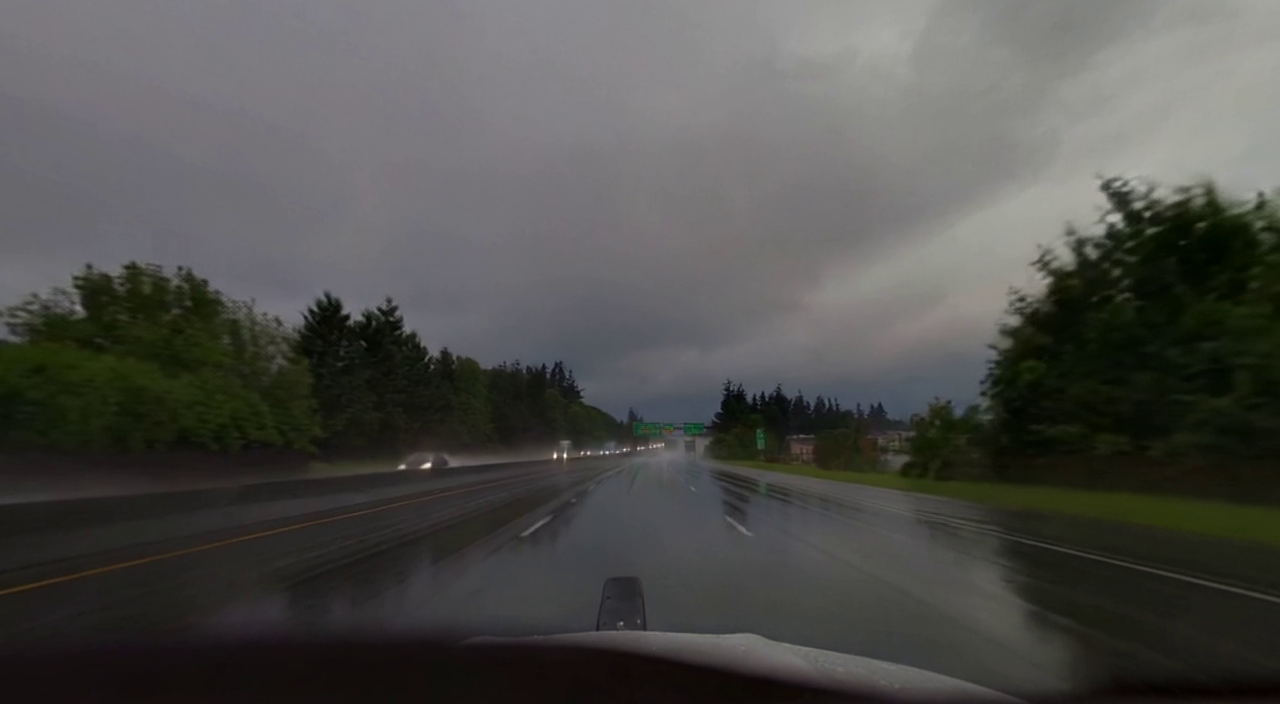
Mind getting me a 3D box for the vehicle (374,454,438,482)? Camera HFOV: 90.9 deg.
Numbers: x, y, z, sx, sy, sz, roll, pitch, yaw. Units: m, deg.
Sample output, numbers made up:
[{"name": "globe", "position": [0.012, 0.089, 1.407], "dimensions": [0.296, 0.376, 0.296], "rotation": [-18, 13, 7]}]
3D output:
[{"name": "vehicle", "position": [-13.976, 6.907, 37.907], "dimensions": [1.886, 1.501, 4.793], "rotation": [0, -9, 1]}]
